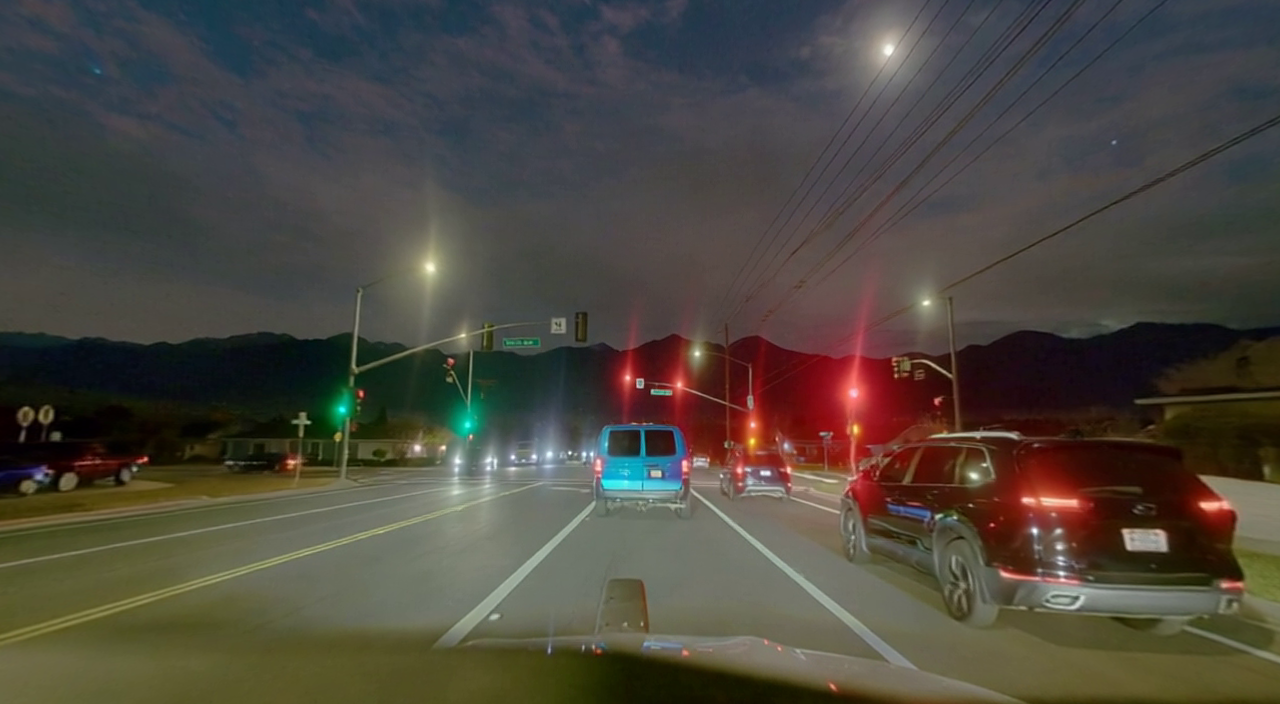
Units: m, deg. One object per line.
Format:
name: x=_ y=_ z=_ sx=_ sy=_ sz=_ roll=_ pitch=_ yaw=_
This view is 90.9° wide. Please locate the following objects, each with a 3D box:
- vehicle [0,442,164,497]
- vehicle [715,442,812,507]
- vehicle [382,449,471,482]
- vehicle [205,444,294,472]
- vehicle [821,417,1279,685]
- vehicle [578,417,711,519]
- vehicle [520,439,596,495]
vehicle: x=-20.423 y=4.277 z=23.407 sx=1.996 sy=1.809 sz=4.699 roll=1 pitch=-8 yaw=-5
vehicle: x=3.476 y=3.512 z=18.581 sx=1.957 sy=1.646 sz=4.355 roll=0 pitch=-8 yaw=0
vehicle: x=-11.088 y=5.804 z=32.576 sx=4.644 sy=1.533 sz=2.005 roll=-6 pitch=-11 yaw=36
vehicle: x=-25.192 y=6.815 z=40.717 sx=4.428 sy=1.738 sz=1.886 roll=0 pitch=-8 yaw=0
vehicle: x=3.591 y=1.600 z=6.374 sx=2.155 sy=1.658 sz=4.721 roll=0 pitch=-8 yaw=1
vehicle: x=0.100 y=2.698 z=15.158 sx=2.636 sy=2.011 sz=5.130 roll=0 pitch=-8 yaw=0
vehicle: x=-2.790 y=4.034 z=22.539 sx=2.059 sy=1.749 sz=4.458 roll=0 pitch=-8 yaw=1
